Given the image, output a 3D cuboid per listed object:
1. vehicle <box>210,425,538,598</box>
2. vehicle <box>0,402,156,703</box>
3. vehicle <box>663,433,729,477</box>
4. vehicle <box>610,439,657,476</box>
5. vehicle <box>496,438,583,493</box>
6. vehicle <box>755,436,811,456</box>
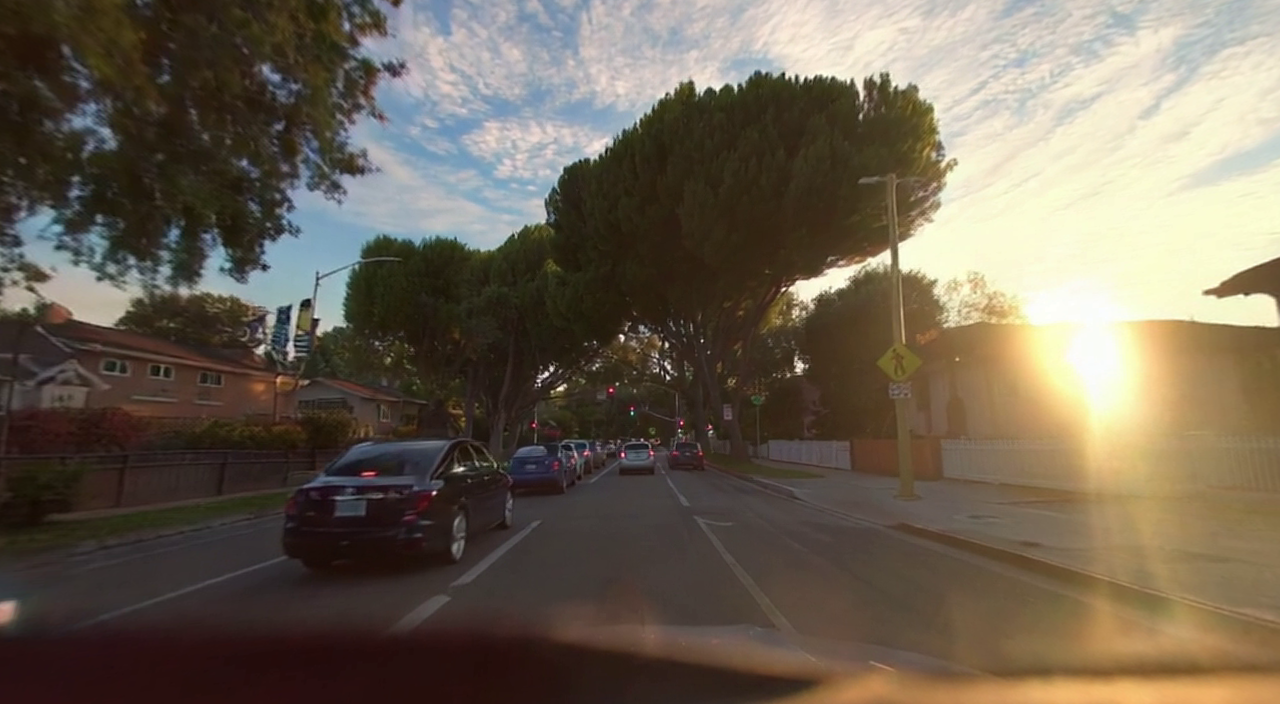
[{"bbox_3d":[-2.693,1.734,7.854,2.081,1.488,4.566,0,-9,0],"label":"vehicle"},{"bbox_3d":[-3.032,0.664,0.380,1.970,1.477,4.380,0,-9,0],"label":"vehicle"},{"bbox_3d":[2.255,4.329,26.748,2.258,1.682,4.635,0,-9,-1],"label":"vehicle"},{"bbox_3d":[-0.306,4.578,27.646,1.927,1.453,3.848,0,-9,-1],"label":"vehicle"},{"bbox_3d":[-2.966,3.477,19.714,1.897,1.484,4.716,0,-9,1],"label":"vehicle"},{"bbox_3d":[11.079,7.308,48.973,3.883,1.496,1.779,1,-9,-2],"label":"vehicle"}]
